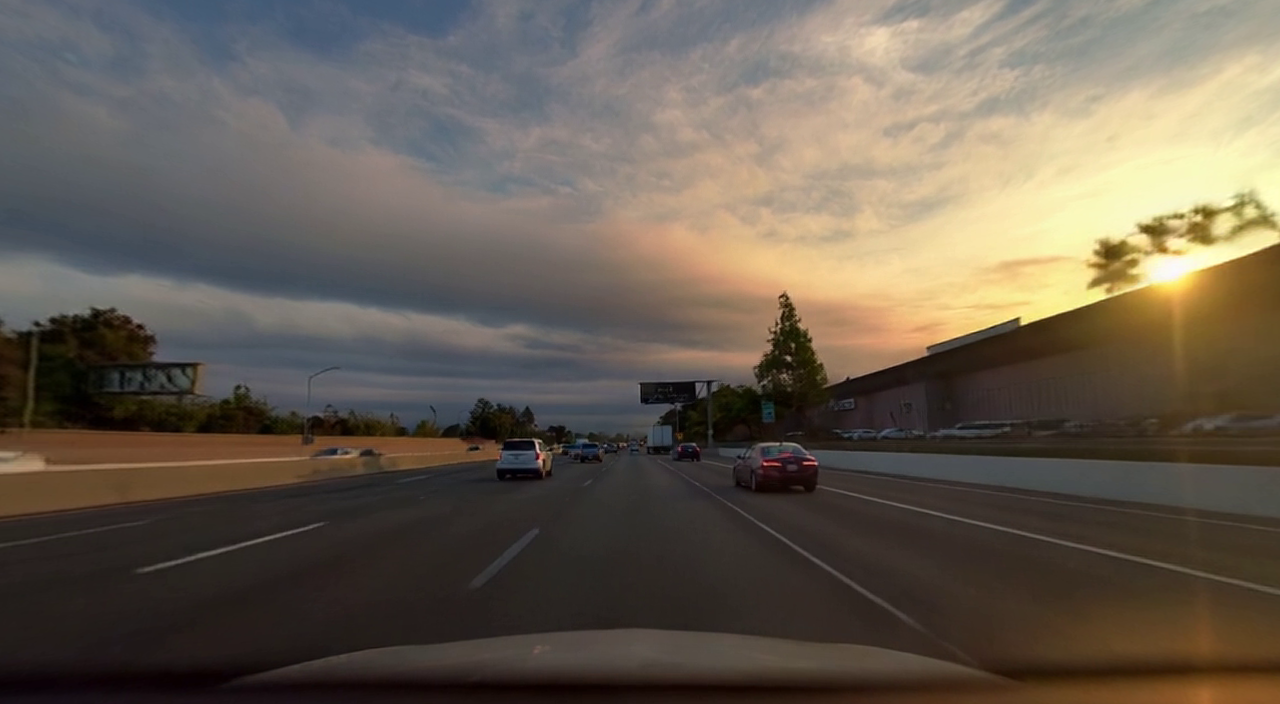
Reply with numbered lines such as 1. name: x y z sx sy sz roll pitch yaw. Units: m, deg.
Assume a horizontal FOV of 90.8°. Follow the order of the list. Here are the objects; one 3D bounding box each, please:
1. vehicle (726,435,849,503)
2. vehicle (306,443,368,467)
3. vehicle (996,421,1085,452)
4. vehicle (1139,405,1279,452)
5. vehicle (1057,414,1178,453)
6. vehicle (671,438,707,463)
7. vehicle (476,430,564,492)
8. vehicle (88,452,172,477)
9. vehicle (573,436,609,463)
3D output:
1. vehicle: 3.641 2.982 16.564 1.957 1.510 4.643 0 -8 -2
2. vehicle: -21.345 7.268 44.689 2.041 1.617 4.749 0 -8 0
3. vehicle: 27.650 5.948 43.920 2.212 1.977 5.953 -1 -9 -1
4. vehicle: 27.622 3.763 30.429 2.031 1.963 6.154 -2 -9 -1
5. vehicle: 27.764 4.876 37.130 2.054 2.041 6.354 -1 -9 -1
6. vehicle: 3.667 7.453 47.849 2.198 1.807 4.530 0 -8 -2
7. vehicle: -3.776 3.527 20.765 1.987 1.765 4.508 0 -8 0
8. vehicle: -31.127 6.849 38.712 1.729 1.438 4.151 0 -8 -1
9. vehicle: -3.797 7.726 49.966 2.410 1.981 5.355 0 -8 0
